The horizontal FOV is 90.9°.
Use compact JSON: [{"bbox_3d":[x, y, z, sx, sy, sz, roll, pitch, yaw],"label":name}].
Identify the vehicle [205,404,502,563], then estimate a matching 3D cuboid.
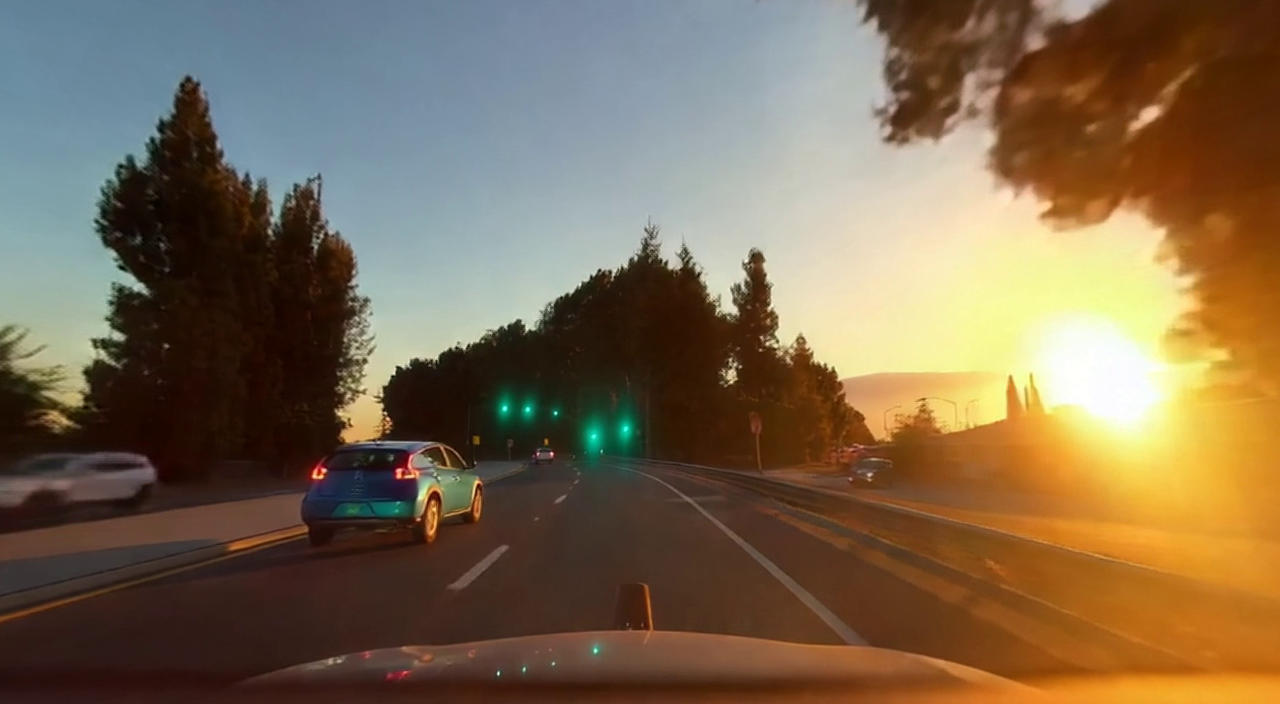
[{"bbox_3d":[-3.919,1.915,9.966,2.336,1.857,4.986,0,-8,0],"label":"vehicle"}]
